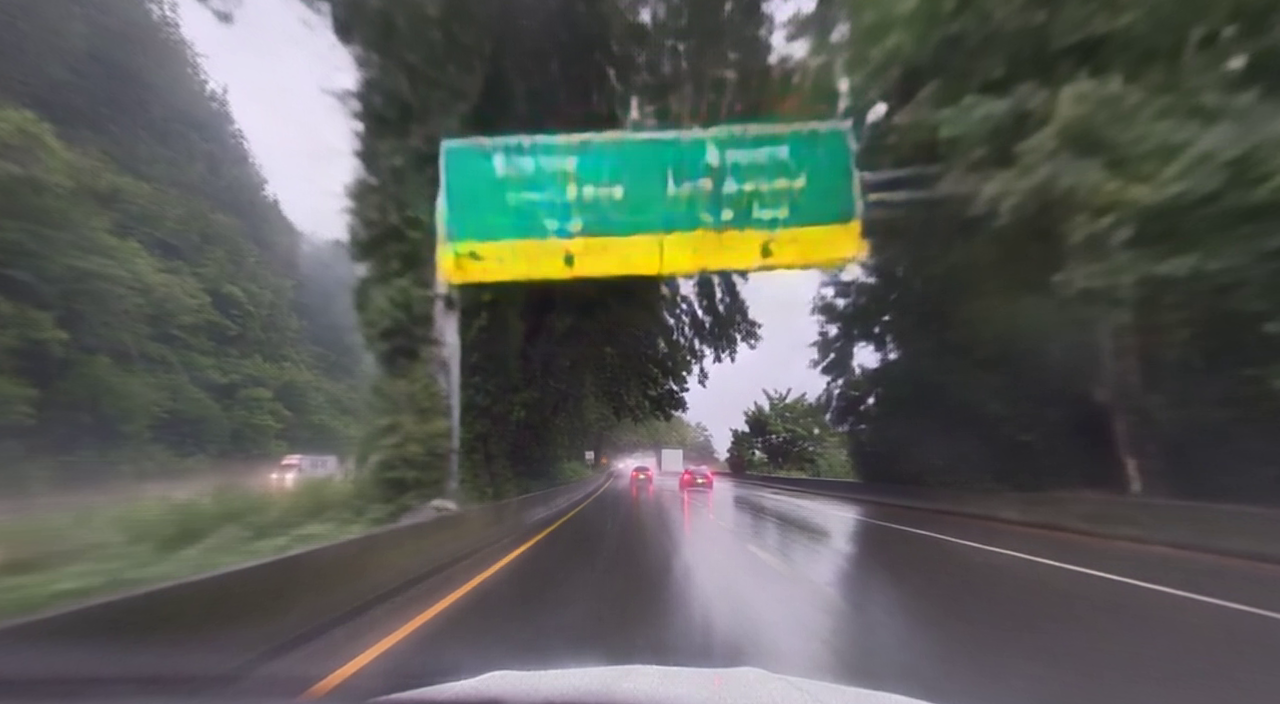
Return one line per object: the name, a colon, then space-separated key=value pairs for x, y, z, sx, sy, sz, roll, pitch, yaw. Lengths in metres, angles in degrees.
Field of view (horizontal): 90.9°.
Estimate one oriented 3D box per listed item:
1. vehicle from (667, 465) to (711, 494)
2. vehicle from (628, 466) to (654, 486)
vehicle: x=2.674 y=7.139 z=35.392 sx=1.976 sy=1.467 sz=3.783 roll=1 pitch=-11 yaw=-3
vehicle: x=0.038 y=9.741 z=49.705 sx=1.980 sy=1.483 sz=3.865 roll=1 pitch=-11 yaw=-1
